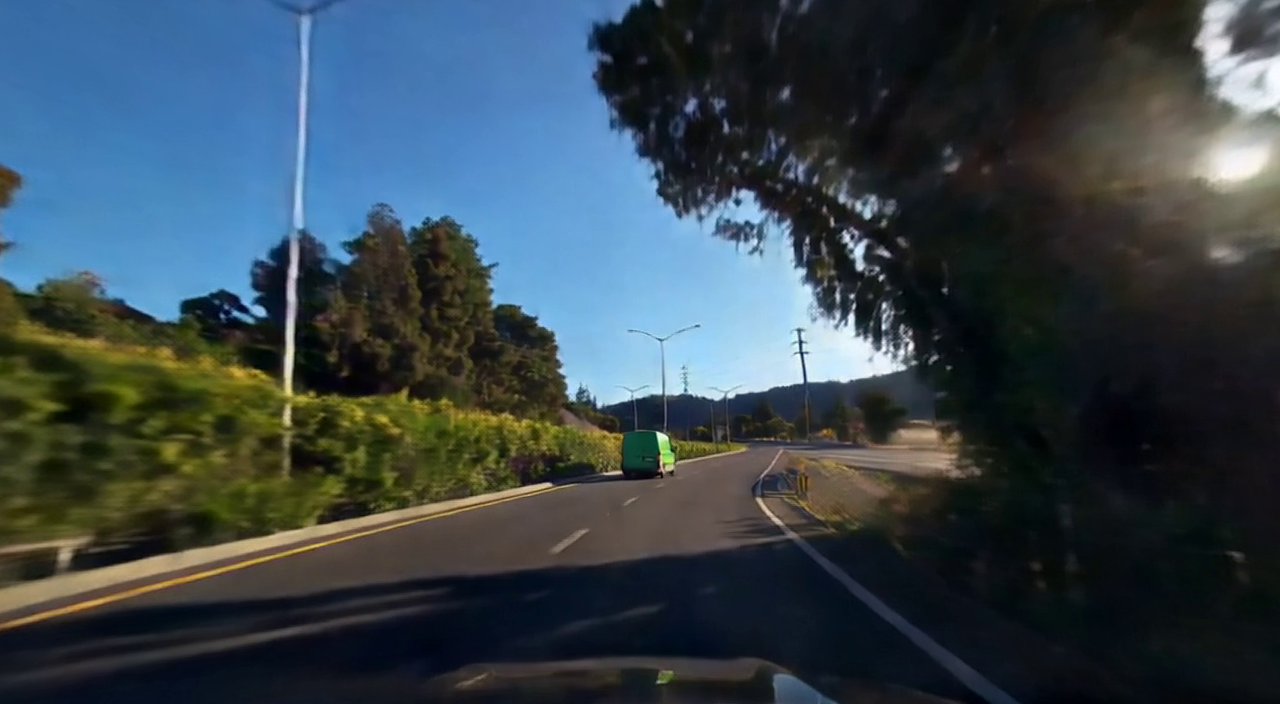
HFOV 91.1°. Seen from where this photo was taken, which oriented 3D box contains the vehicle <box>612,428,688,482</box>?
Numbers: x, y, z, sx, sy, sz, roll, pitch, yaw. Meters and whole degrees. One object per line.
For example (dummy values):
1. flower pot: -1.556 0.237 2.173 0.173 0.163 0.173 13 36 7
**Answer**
1. vehicle: 0.540 4.259 26.250 2.270 2.023 4.632 -2 -9 12
